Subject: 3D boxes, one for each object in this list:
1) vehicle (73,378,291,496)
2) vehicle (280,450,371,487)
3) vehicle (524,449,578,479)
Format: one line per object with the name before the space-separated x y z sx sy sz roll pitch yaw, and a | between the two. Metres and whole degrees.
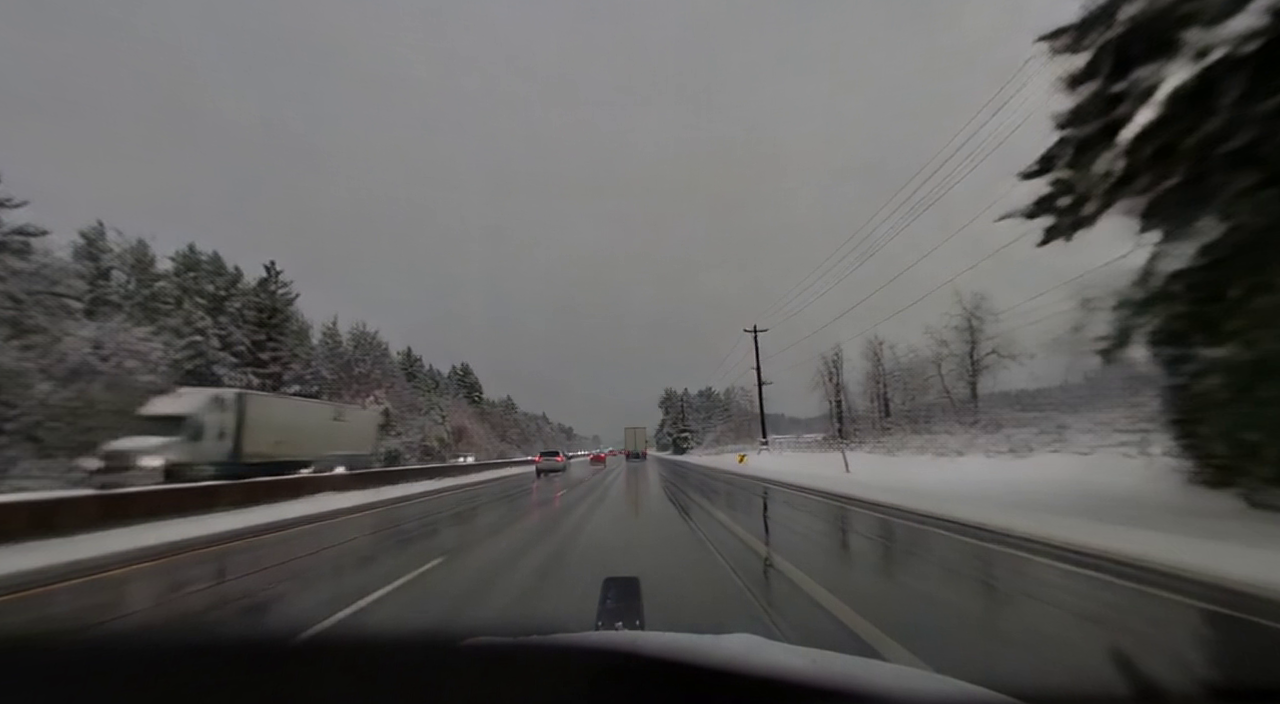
vehicle | -17.207 3.383 24.625 2.941 3.886 7.160 0 -9 0
vehicle | -13.411 4.954 27.189 1.826 1.447 4.044 0 -9 0
vehicle | -4.490 5.742 32.593 2.106 1.445 4.404 0 -9 0
